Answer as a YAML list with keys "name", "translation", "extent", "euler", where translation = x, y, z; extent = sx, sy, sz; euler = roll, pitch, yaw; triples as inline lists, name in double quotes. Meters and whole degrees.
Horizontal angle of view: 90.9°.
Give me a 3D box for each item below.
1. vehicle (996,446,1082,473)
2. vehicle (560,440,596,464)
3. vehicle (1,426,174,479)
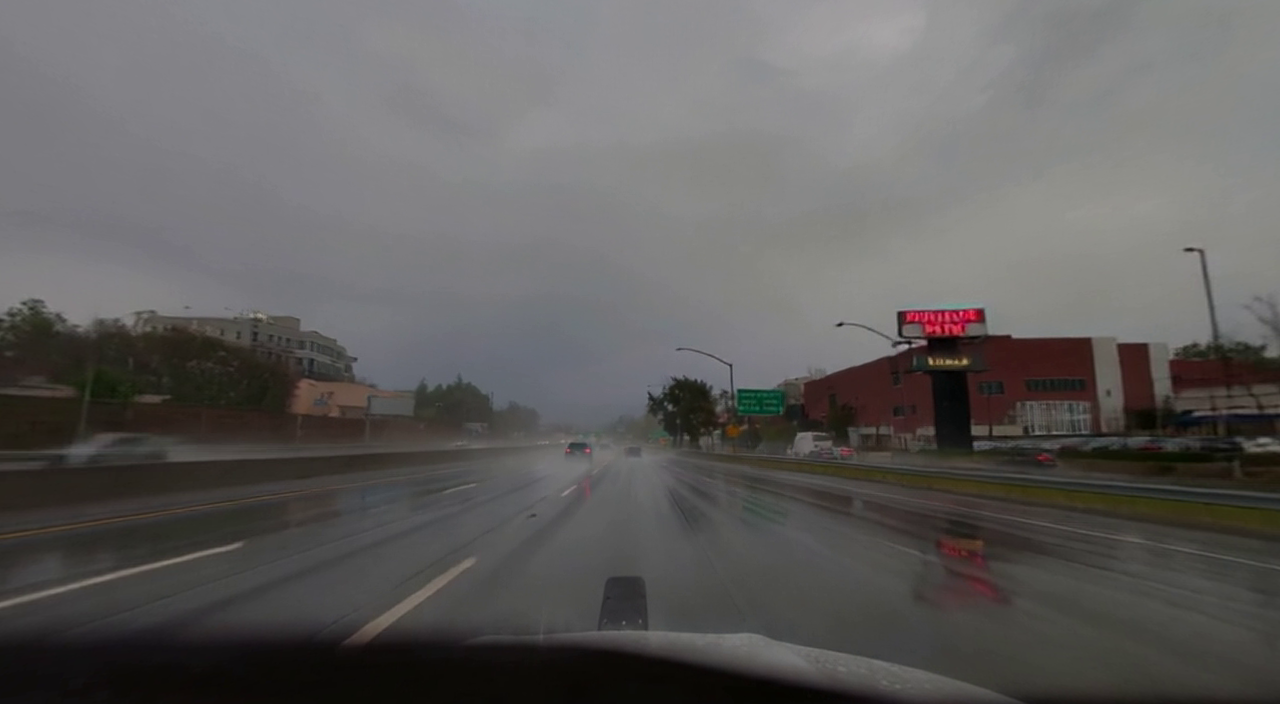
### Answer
- name: "vehicle"
  translation: [28.037, 7.549, 44.590]
  extent: [1.972, 1.749, 5.464]
  euler: [1, -8, -8]
- name: "vehicle"
  translation: [-4.741, 7.729, 49.094]
  extent: [2.236, 1.736, 5.585]
  euler: [0, -8, -1]
- name: "vehicle"
  translation: [-22.597, 4.137, 26.246]
  extent: [2.242, 1.938, 5.519]
  euler: [0, -8, -1]
